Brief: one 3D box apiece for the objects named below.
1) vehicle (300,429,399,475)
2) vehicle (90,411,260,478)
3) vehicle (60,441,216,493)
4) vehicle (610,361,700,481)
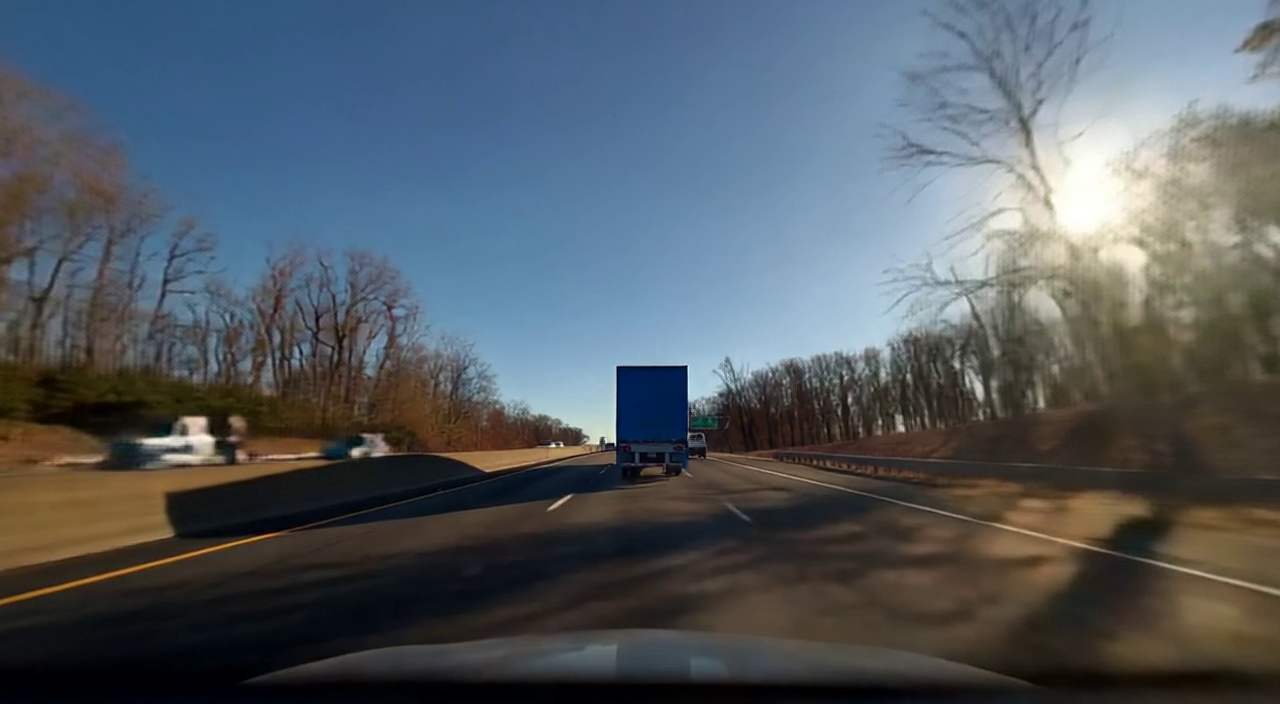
[{"bbox_3d":[-13.194,4.566,28.939,2.100,1.906,4.988,0,-8,1],"label":"vehicle"},{"bbox_3d":[-21.170,4.297,29.233,2.361,2.709,7.148,0,-8,1],"label":"vehicle"},{"bbox_3d":[-17.083,3.889,21.699,1.847,1.585,4.252,0,-8,0],"label":"vehicle"},{"bbox_3d":[0.532,3.073,26.458,3.010,4.039,10.481,0,-8,0],"label":"vehicle"}]
